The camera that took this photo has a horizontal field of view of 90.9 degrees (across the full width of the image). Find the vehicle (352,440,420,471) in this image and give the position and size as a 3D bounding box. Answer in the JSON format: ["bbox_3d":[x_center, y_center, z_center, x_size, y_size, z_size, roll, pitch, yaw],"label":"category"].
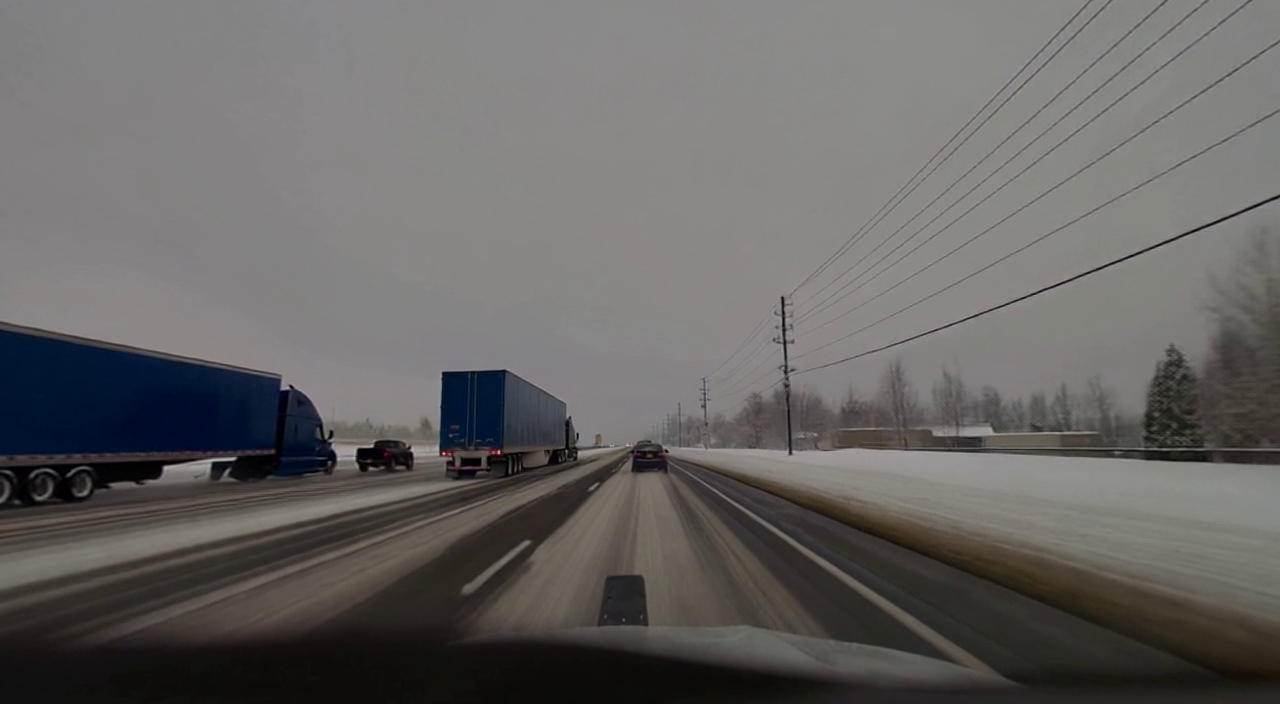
[{"bbox_3d":[-14.566,5.946,36.451,1.938,1.679,4.469,0,-8,1],"label":"vehicle"}]

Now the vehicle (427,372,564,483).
[{"bbox_3d":[-6.267,3.919,31.047,2.907,4.081,15.311,0,-8,1],"label":"vehicle"}]

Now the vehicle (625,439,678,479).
[{"bbox_3d":[0.450,4.468,26.536,2.055,1.514,4.323,0,-8,0],"label":"vehicle"}]

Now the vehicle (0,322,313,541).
[{"bbox_3d":[-10.640,1.686,12.700,2.896,3.140,9.491,0,-8,1],"label":"vehicle"}]
